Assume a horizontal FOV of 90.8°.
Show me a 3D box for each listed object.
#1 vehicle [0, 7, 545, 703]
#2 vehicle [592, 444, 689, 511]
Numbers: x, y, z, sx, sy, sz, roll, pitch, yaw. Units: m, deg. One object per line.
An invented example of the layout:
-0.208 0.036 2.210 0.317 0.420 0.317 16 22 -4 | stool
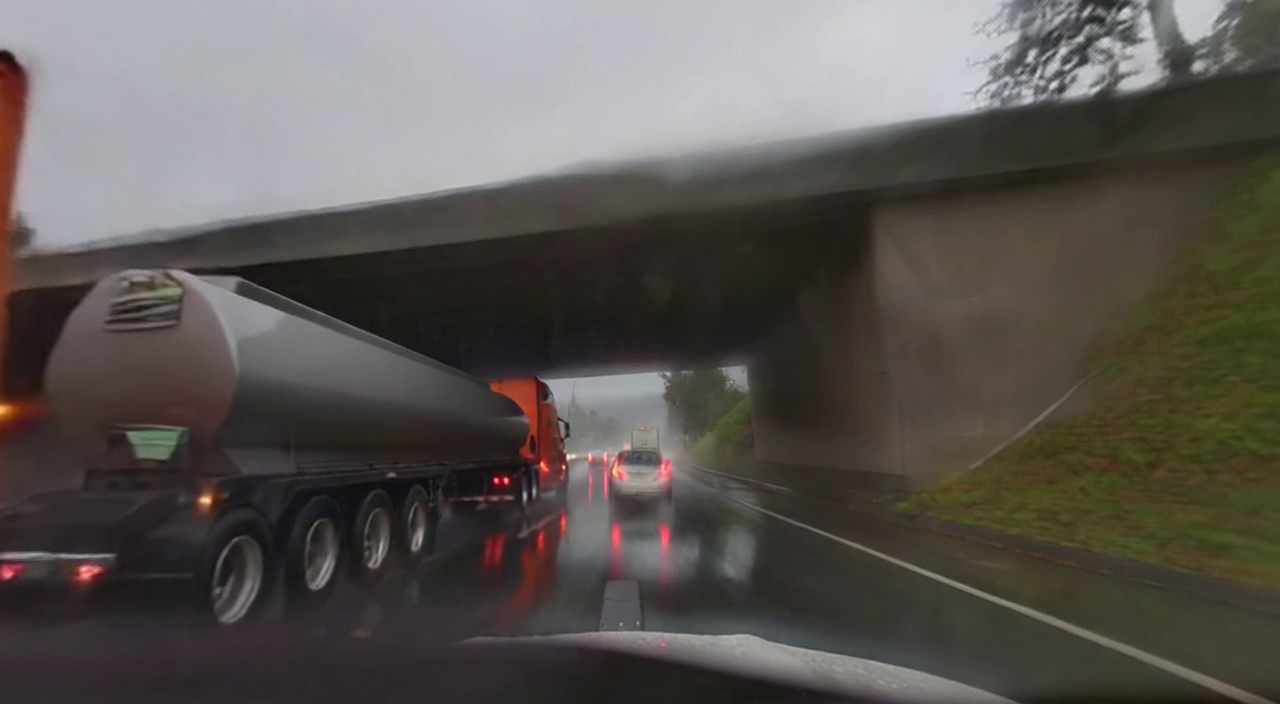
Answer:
-4.044 1.237 9.945 2.896 3.563 14.643 0 -9 0 | vehicle
0.008 3.193 16.585 2.215 1.481 4.246 0 -9 0 | vehicle
